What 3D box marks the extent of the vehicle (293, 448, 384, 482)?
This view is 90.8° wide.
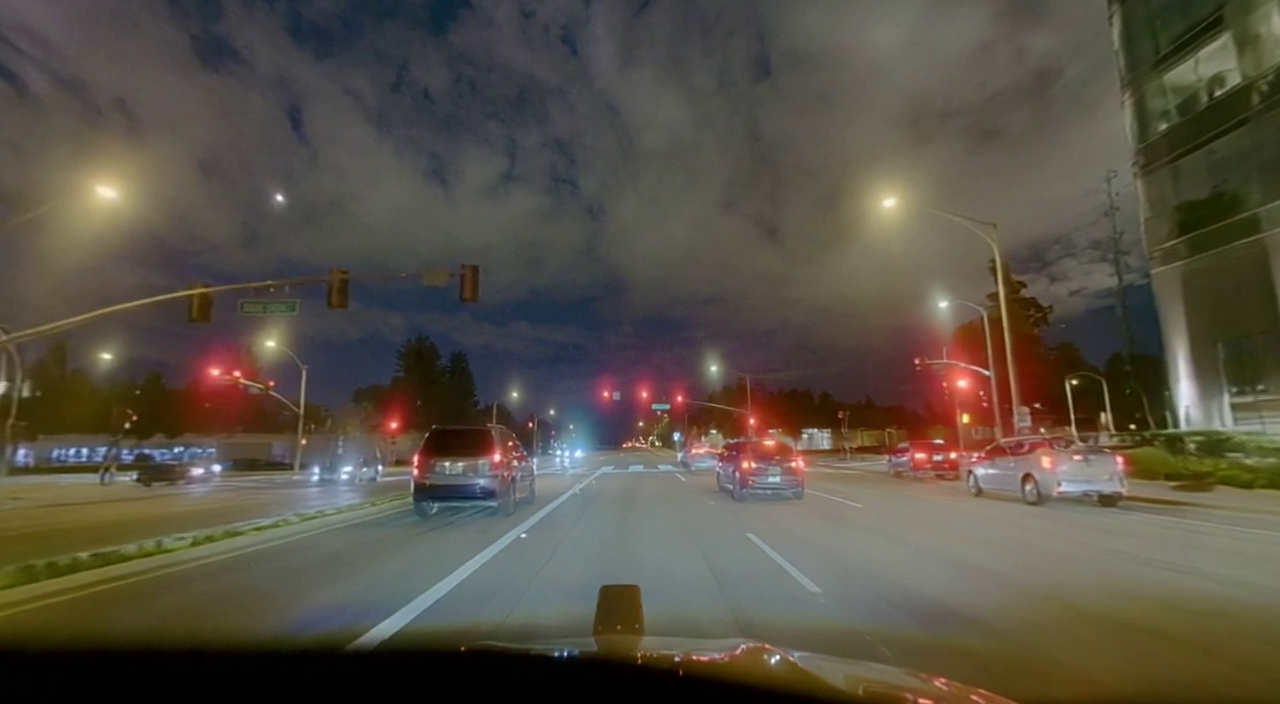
[{"bbox_3d":[-14.396,5.380,30.475,1.919,1.475,4.467,-1,-8,4],"label":"vehicle"}]

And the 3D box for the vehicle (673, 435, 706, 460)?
[{"bbox_3d":[3.646,7.151,47.354,2.090,1.737,4.299,0,-8,-1],"label":"vehicle"}]

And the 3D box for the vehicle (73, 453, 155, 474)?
[{"bbox_3d":[-39.206,8.308,47.164,4.409,1.447,1.821,0,-8,-1],"label":"vehicle"}]

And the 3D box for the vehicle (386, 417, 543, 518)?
[{"bbox_3d":[-3.498,2.393,13.517,2.155,1.797,3.989,-1,-8,1],"label":"vehicle"}]

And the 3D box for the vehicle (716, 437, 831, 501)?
[{"bbox_3d":[3.450,3.120,17.305,2.054,1.473,4.511,0,-8,-2],"label":"vehicle"}]

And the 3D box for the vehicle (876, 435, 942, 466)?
[{"bbox_3d":[15.246,5.519,35.675,2.173,1.614,4.335,-7,-11,39],"label":"vehicle"}]

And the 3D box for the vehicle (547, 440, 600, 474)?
[{"bbox_3d":[-3.009,4.889,29.636,2.032,1.442,4.336,0,-8,0],"label":"vehicle"}]

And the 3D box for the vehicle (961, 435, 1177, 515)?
[{"bbox_3d":[9.177,2.643,14.065,1.884,1.478,4.164,0,-8,0],"label":"vehicle"}]

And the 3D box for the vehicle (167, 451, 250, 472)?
[{"bbox_3d":[-32.060,8.155,47.012,4.768,1.481,1.949,-1,-8,1],"label":"vehicle"}]
